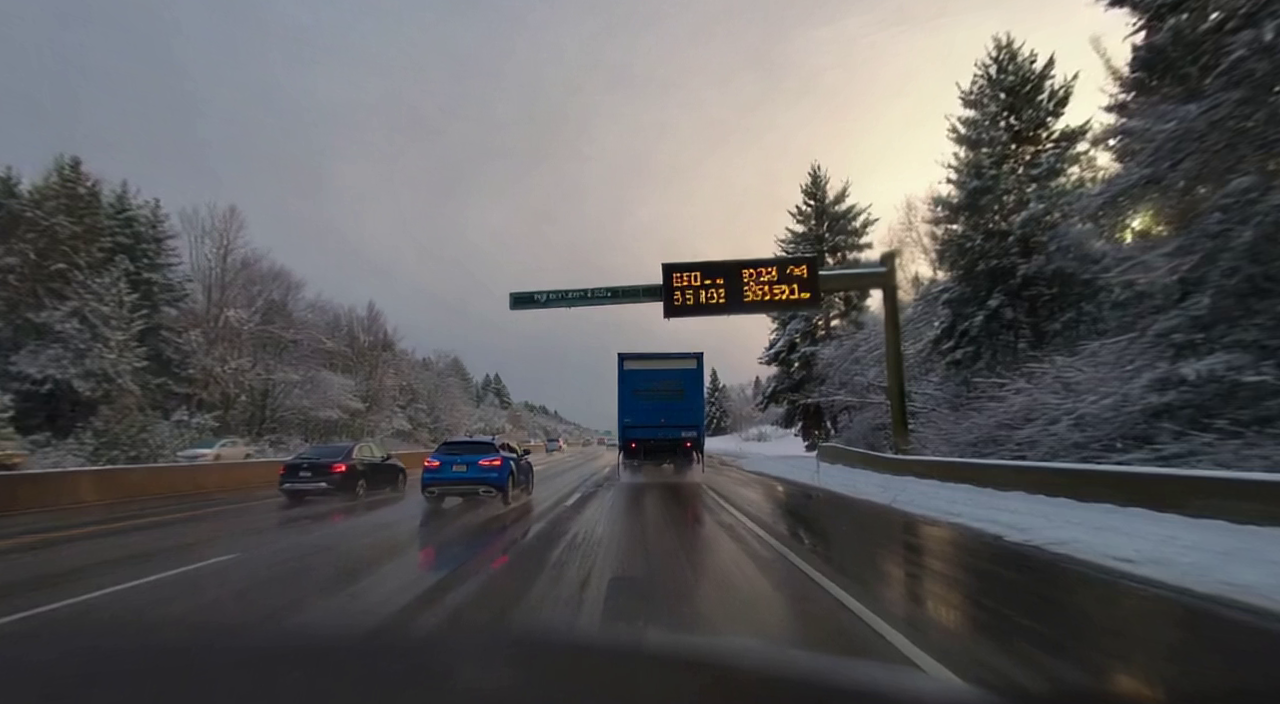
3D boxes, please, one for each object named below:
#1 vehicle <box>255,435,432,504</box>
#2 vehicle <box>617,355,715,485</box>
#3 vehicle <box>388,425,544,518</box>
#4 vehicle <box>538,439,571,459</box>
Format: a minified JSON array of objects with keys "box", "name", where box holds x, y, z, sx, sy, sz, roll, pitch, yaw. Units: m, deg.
[{"box":[-7.287,2.928,16.229,2.063,1.480,4.842,0,-8,2],"name":"vehicle"},{"box":[0.782,2.779,24.040,2.870,3.841,10.653,0,-8,0],"name":"vehicle"},{"box":[-3.488,2.485,13.630,2.077,1.671,4.249,0,-8,1],"name":"vehicle"},{"box":[-6.539,7.471,48.535,1.882,1.451,4.416,0,-8,1],"name":"vehicle"}]
